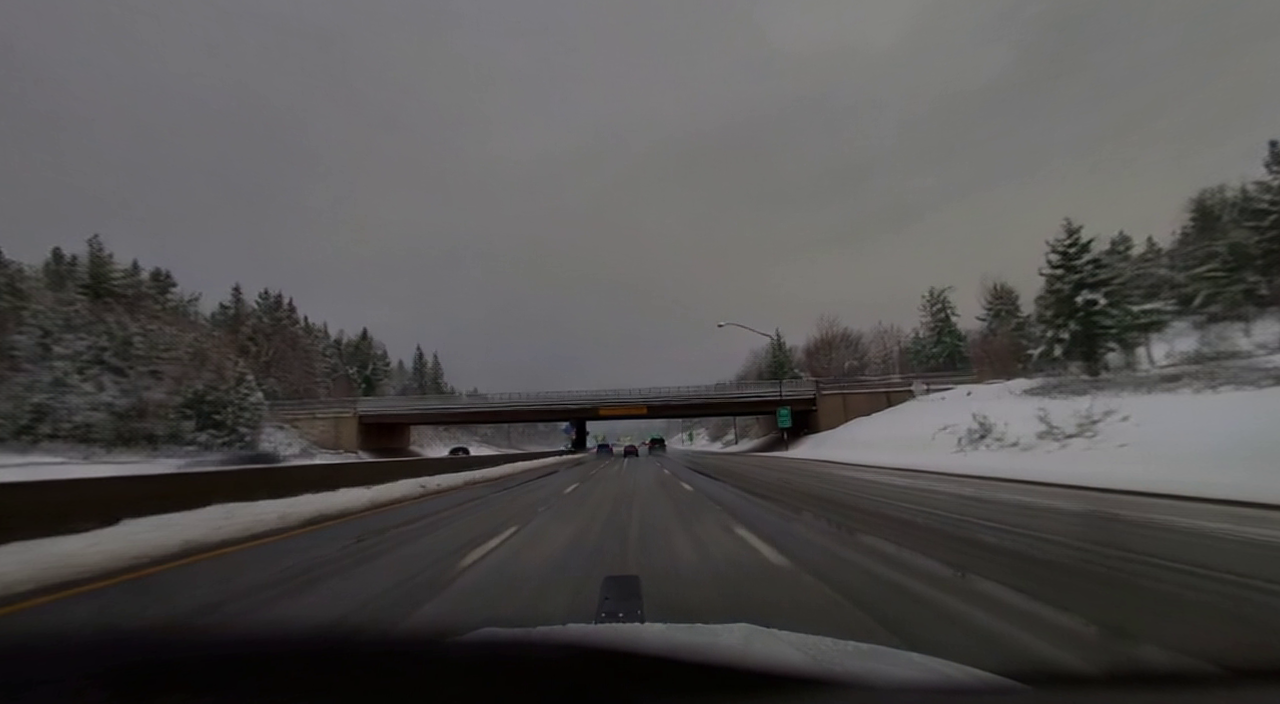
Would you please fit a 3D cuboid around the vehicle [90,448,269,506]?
[{"bbox_3d":[-13.458,3.630,18.921,1.892,1.481,4.576,0,-8,0],"label":"vehicle"}]
